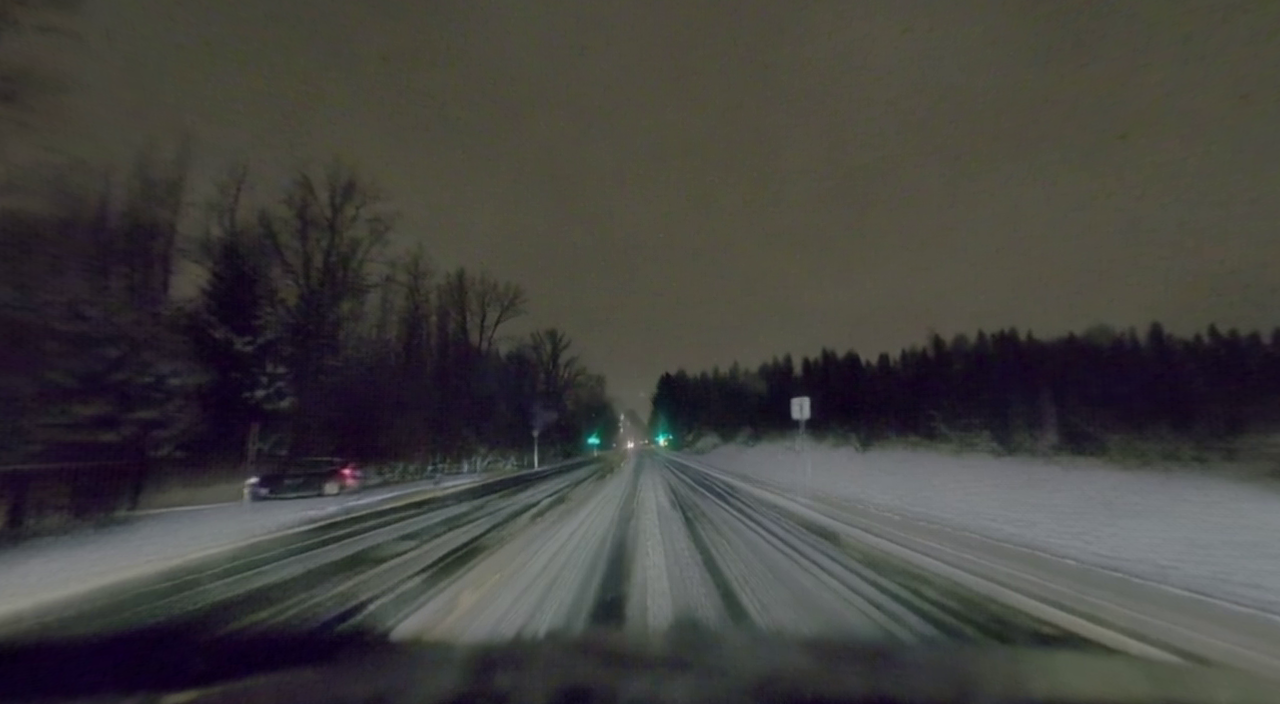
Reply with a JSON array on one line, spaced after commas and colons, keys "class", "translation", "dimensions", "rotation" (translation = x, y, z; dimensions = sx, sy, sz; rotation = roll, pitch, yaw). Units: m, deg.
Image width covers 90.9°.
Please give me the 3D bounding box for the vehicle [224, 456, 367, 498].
[{"class": "vehicle", "translation": [-12.769, 4.642, 23.585], "dimensions": [4.266, 1.425, 1.759], "rotation": [0, -9, -3]}]
